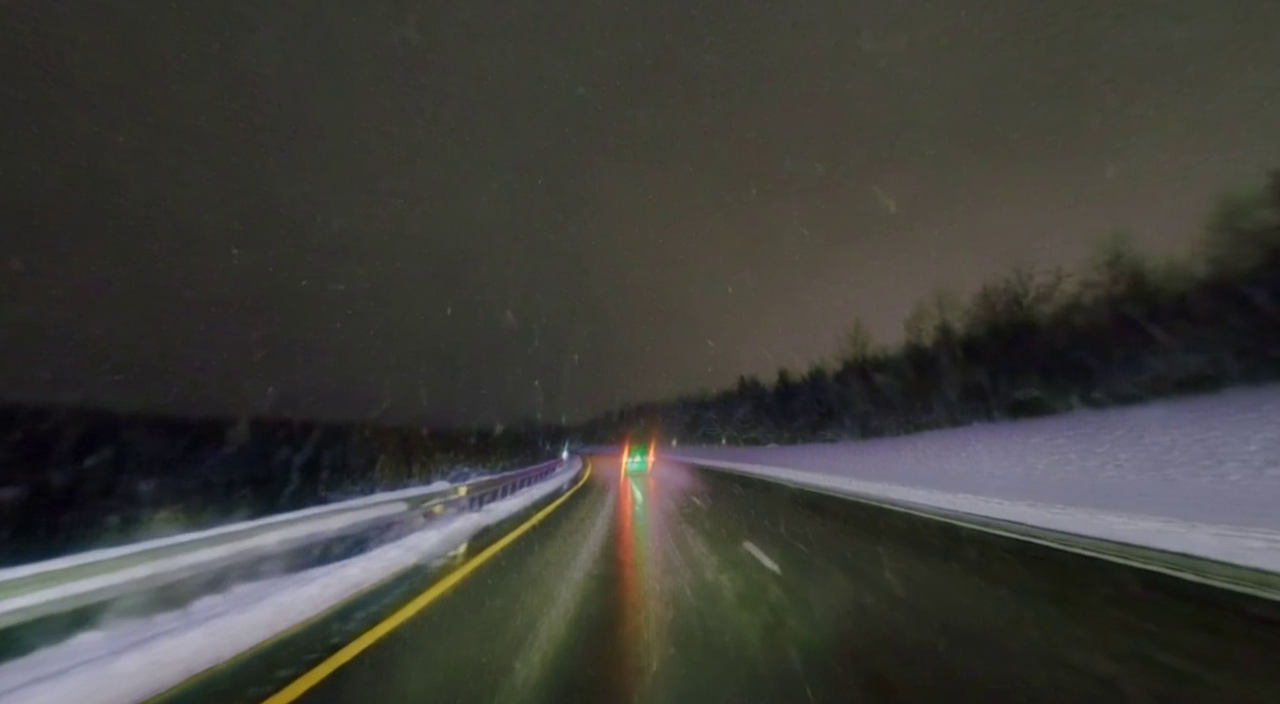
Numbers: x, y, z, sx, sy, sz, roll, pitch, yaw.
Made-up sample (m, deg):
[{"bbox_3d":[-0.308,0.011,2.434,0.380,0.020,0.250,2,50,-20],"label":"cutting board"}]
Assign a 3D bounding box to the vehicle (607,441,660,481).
[{"bbox_3d":[-0.343,4.445,26.017,2.029,1.474,4.183,0,-9,-2],"label":"vehicle"}]
